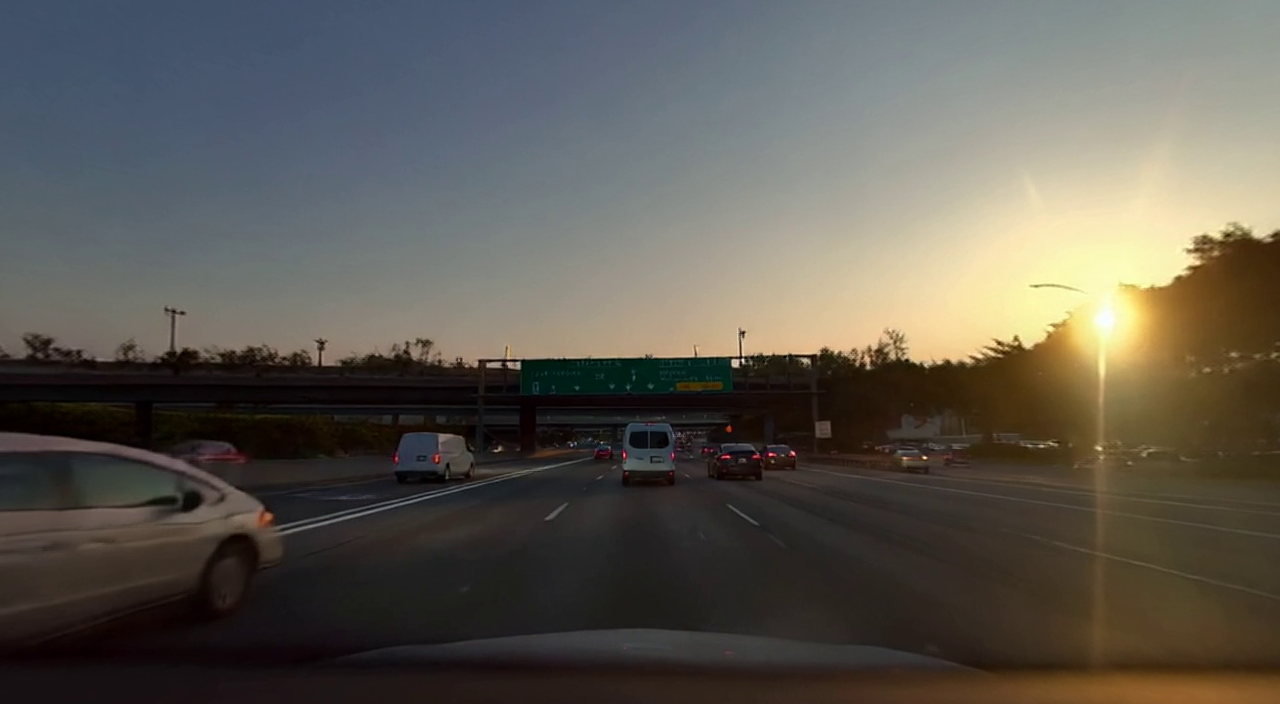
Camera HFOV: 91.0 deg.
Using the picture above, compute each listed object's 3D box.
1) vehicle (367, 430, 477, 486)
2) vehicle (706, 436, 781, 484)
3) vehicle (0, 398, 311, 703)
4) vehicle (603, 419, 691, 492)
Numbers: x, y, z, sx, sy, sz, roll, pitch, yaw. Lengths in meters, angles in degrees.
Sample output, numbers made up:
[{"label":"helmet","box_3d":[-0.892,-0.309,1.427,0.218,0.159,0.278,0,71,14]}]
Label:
[{"label":"vehicle","box_3d":[-7.708,3.815,22.912,2.192,1.776,4.957,0,-8,0]},{"label":"vehicle","box_3d":[3.892,4.163,24.516,2.146,1.678,4.489,0,-9,0]},{"label":"vehicle","box_3d":[-4.025,1.021,3.113,2.173,1.542,4.781,0,-9,1]},{"label":"vehicle","box_3d":[0.193,3.324,20.444,2.509,2.062,4.639,0,-9,0]}]
